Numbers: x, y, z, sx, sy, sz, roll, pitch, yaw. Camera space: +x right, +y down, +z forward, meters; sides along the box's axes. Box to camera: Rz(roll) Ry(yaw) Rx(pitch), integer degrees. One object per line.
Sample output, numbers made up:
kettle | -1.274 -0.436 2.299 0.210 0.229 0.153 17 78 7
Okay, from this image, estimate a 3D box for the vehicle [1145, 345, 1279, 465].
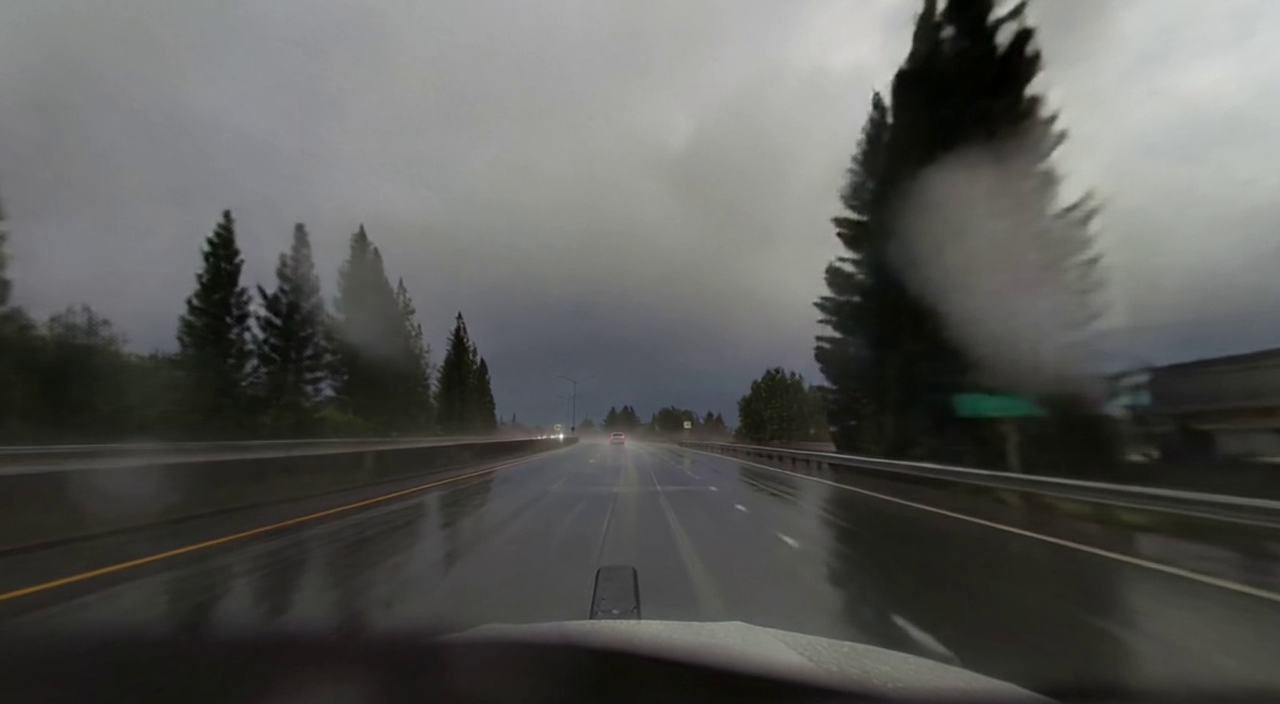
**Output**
vehicle | 20.244 1.586 18.446 3.983 3.410 8.148 1 -7 -2
